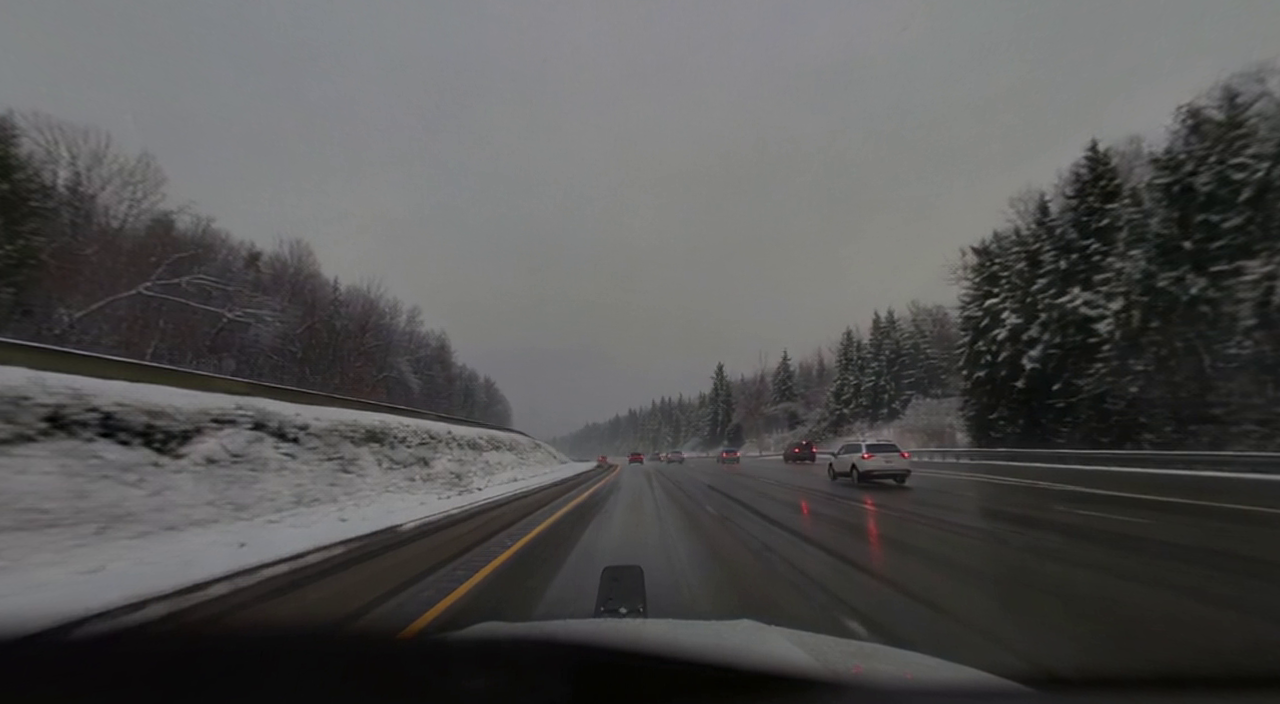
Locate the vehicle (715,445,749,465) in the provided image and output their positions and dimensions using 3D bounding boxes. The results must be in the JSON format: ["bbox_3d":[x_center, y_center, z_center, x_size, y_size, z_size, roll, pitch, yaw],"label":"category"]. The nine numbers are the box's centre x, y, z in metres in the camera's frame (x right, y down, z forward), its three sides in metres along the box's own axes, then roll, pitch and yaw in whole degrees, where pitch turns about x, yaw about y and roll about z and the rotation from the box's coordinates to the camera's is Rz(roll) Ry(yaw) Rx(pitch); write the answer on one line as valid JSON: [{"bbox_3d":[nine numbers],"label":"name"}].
[{"bbox_3d":[7.067,7.937,48.446,1.940,1.482,3.644,0,-8,-2],"label":"vehicle"}]

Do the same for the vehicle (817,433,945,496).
[{"bbox_3d":[7.188,3.387,19.336,2.048,1.697,4.689,0,-8,0],"label":"vehicle"}]

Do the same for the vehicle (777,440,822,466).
[{"bbox_3d":[11.001,6.965,43.473,1.986,1.644,4.126,0,-8,-1],"label":"vehicle"}]
